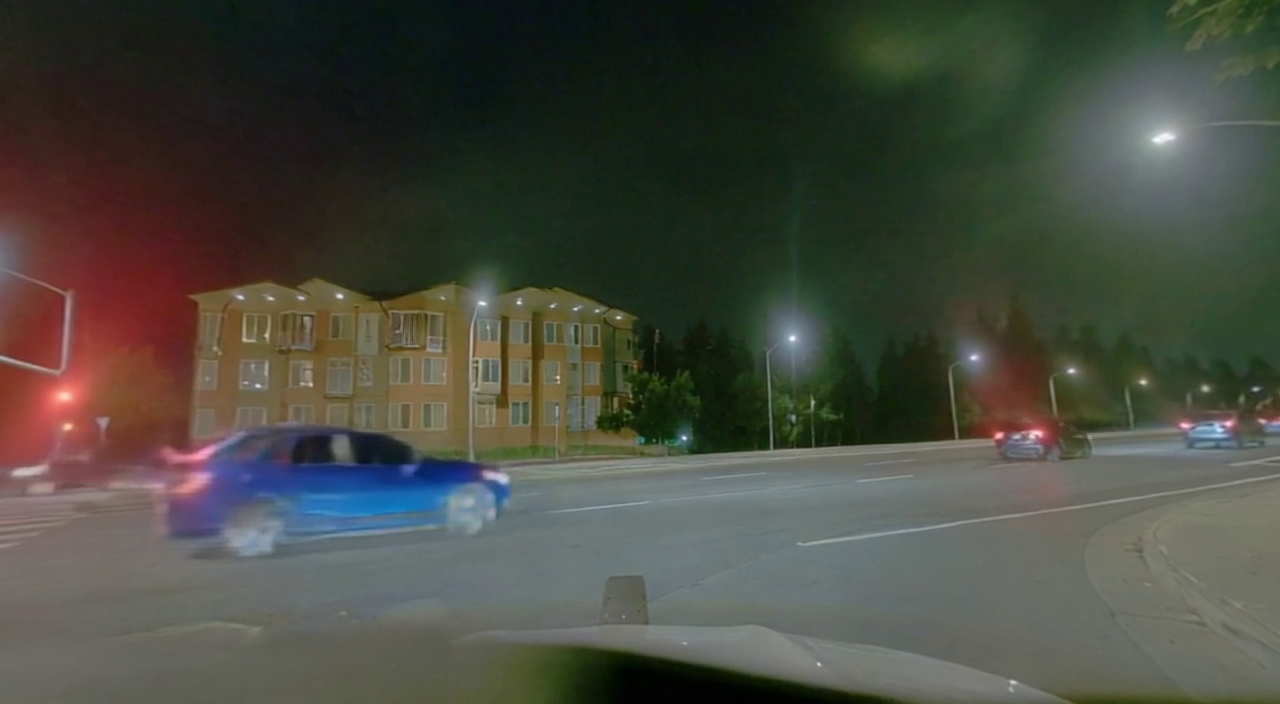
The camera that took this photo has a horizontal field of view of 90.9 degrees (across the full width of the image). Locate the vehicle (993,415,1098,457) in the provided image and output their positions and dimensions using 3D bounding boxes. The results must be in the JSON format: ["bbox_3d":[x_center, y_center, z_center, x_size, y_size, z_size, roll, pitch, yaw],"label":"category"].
[{"bbox_3d":[17.667,3.672,27.409,4.683,1.678,1.981,5,-10,-33],"label":"vehicle"}]

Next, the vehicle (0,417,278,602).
[{"bbox_3d":[-6.373,1.513,6.432,4.438,1.625,2.033,5,-10,-33],"label":"vehicle"}]

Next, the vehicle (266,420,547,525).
[{"bbox_3d":[-4.339,2.175,12.128,4.734,1.633,1.829,4,-9,-34],"label":"vehicle"}]

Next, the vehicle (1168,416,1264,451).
[{"bbox_3d":[25.687,3.669,28.077,4.521,1.433,1.943,5,-10,-33],"label":"vehicle"}]
